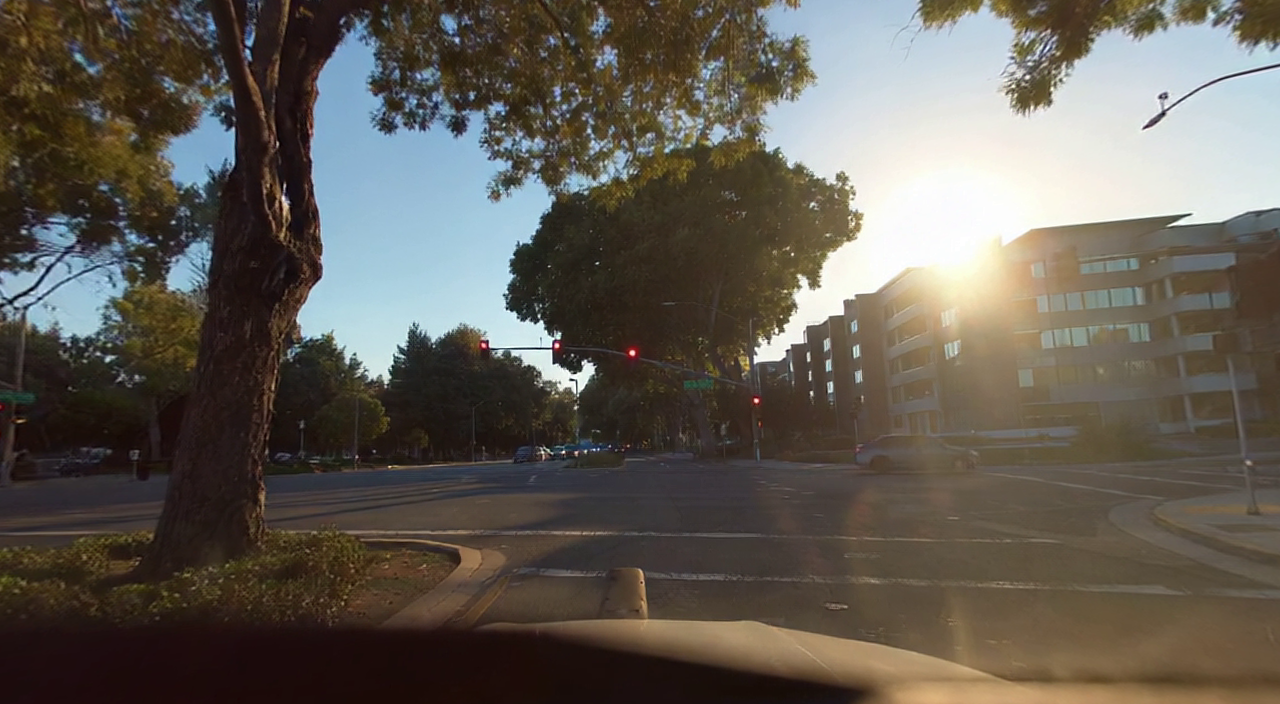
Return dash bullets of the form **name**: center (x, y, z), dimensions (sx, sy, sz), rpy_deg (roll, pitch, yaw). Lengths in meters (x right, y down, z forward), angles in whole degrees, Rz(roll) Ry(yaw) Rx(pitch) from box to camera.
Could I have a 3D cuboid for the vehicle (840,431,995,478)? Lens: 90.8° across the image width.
- **vehicle**: center (11.303, 4.218, 26.114), dimensions (5.357, 1.814, 2.141), rpy_deg (-1, -8, 4)
